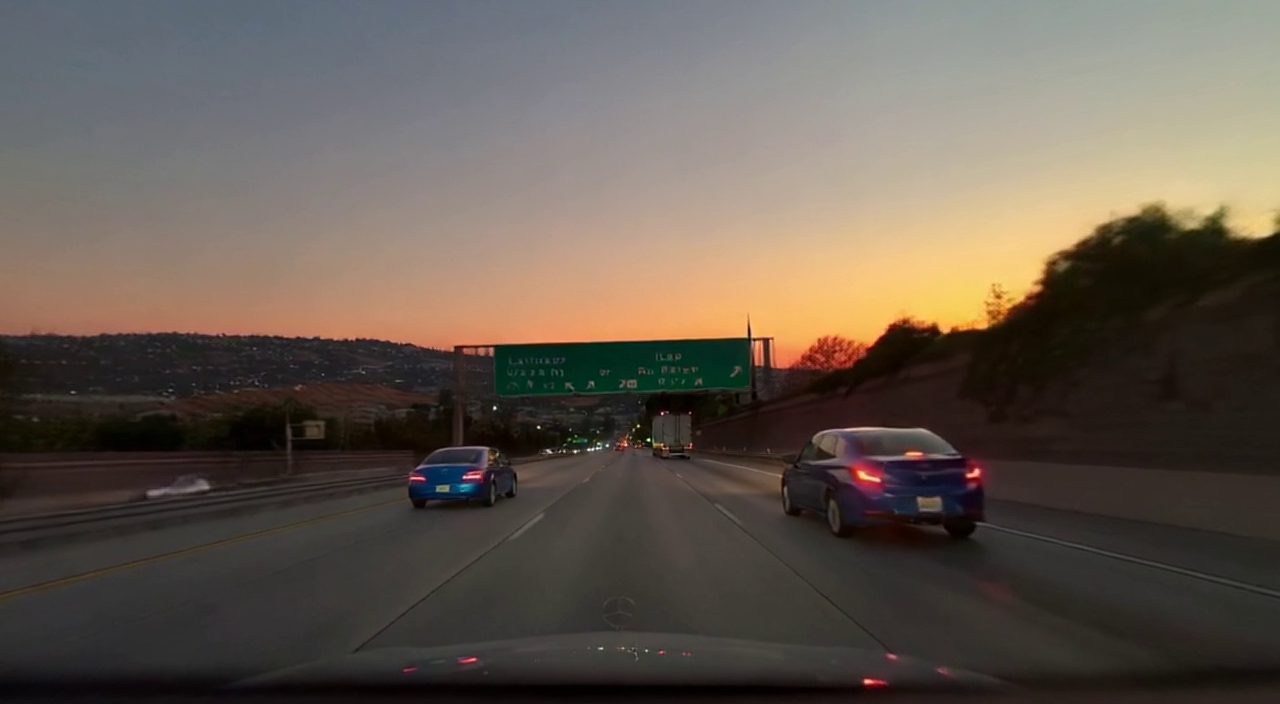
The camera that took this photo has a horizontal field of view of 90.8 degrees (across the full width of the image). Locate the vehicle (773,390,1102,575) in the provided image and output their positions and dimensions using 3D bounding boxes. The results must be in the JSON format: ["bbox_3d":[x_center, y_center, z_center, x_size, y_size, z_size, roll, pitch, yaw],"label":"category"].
[{"bbox_3d":[3.342,1.581,8.374,2.065,1.760,4.488,0,-8,-1],"label":"vehicle"}]

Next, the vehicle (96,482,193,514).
[{"bbox_3d":[-28.982,8.533,37.168,1.938,1.481,4.729,0,-8,0],"label":"vehicle"}]

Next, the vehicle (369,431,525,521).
[{"bbox_3d":[-3.921,2.596,13.853,1.903,1.607,4.770,0,-8,0],"label":"vehicle"}]
